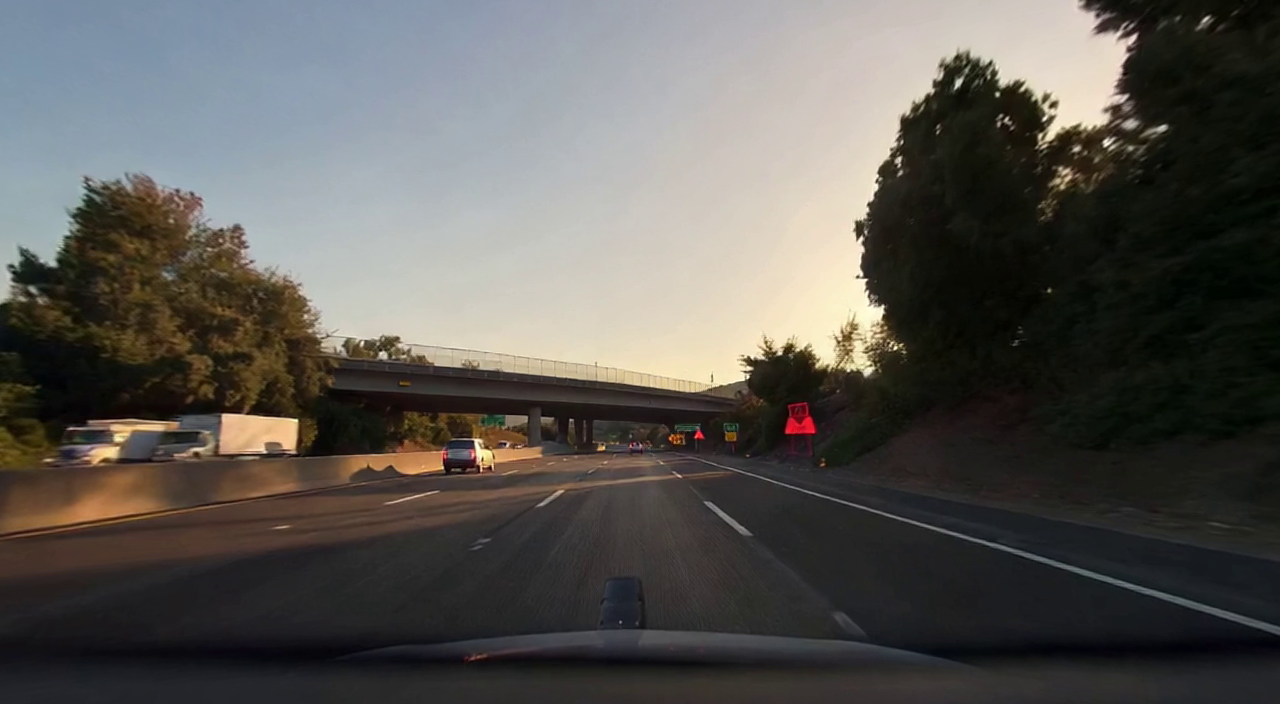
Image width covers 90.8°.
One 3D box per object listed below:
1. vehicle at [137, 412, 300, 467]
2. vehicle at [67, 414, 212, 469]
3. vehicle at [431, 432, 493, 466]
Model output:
[{"bbox_3d":[-29.314,6.311,45.172,2.739,3.327,12.941,0,-8,0],"label":"vehicle"},{"bbox_3d":[-29.279,5.334,37.417,2.959,2.955,6.625,0,-9,1],"label":"vehicle"},{"bbox_3d":[-10.861,5.956,39.016,2.270,1.936,5.190,0,-8,1],"label":"vehicle"}]
